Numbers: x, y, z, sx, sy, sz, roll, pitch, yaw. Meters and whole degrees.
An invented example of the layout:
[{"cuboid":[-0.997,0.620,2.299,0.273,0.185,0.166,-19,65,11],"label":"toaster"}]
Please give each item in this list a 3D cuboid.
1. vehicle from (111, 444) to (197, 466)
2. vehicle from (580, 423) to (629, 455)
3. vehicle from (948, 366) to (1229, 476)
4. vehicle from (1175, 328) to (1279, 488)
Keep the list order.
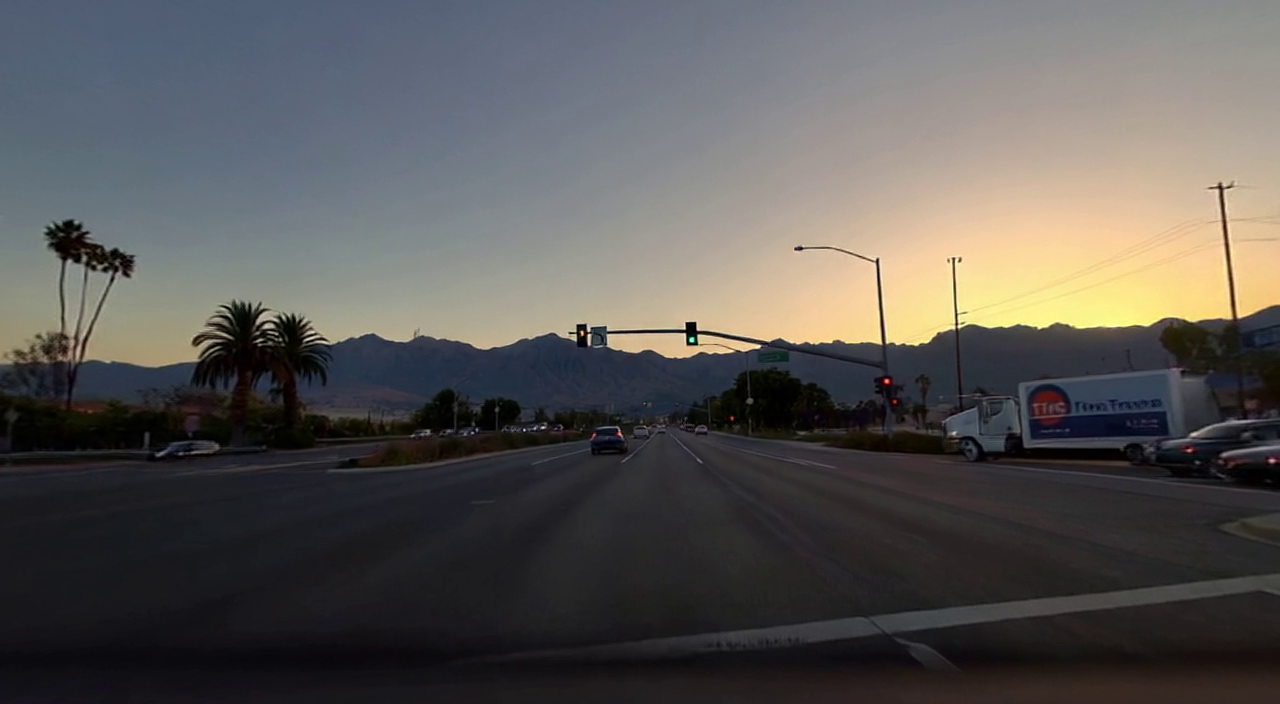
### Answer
[{"cuboid":[-35.428,7.513,45.933,1.827,1.543,4.741,-2,-9,14],"label":"vehicle"},{"cuboid":[-1.958,4.988,35.956,2.287,1.712,4.537,0,-8,3],"label":"vehicle"},{"cuboid":[15.088,2.491,21.993,7.088,3.414,3.237,-2,-9,16],"label":"vehicle"},{"cuboid":[18.379,1.521,16.467,5.512,3.865,3.002,-1,-9,3],"label":"vehicle"}]
